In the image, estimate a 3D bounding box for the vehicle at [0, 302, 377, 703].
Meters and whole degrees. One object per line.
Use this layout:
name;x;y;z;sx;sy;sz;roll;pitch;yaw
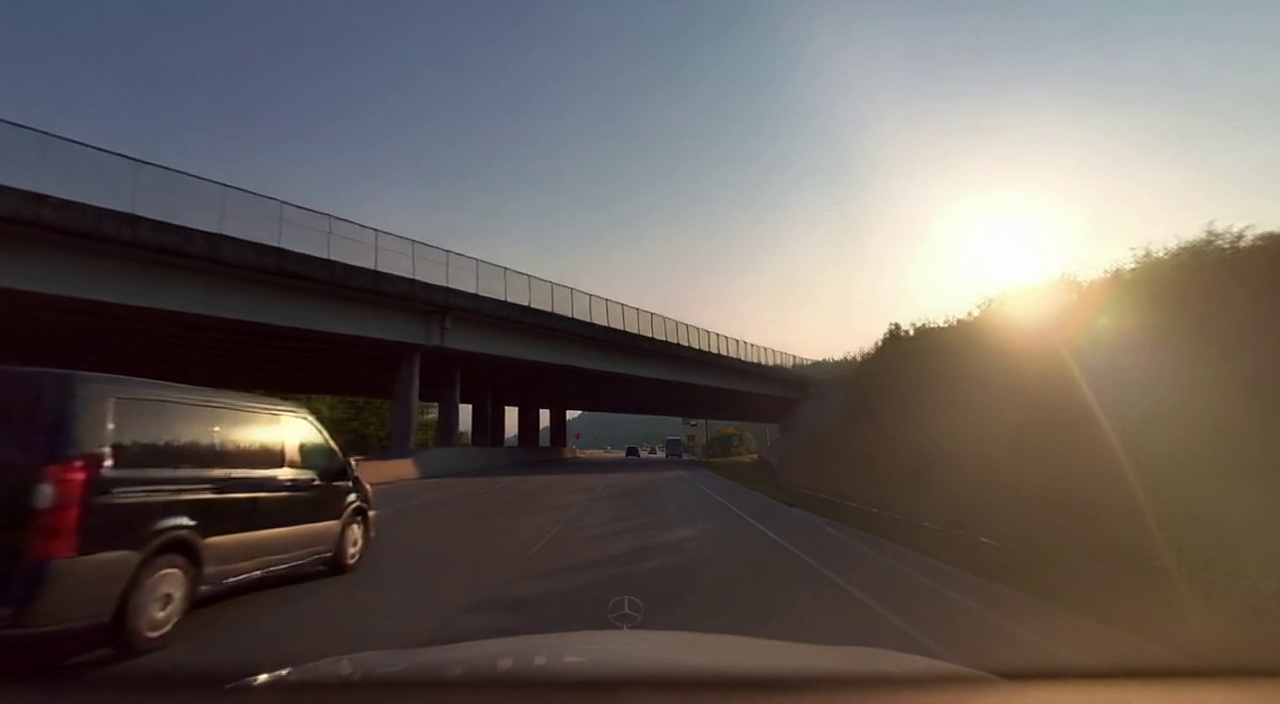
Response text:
vehicle;-4.038;0.984;4.409;2.167;1.929;5.037;0;-9;0
